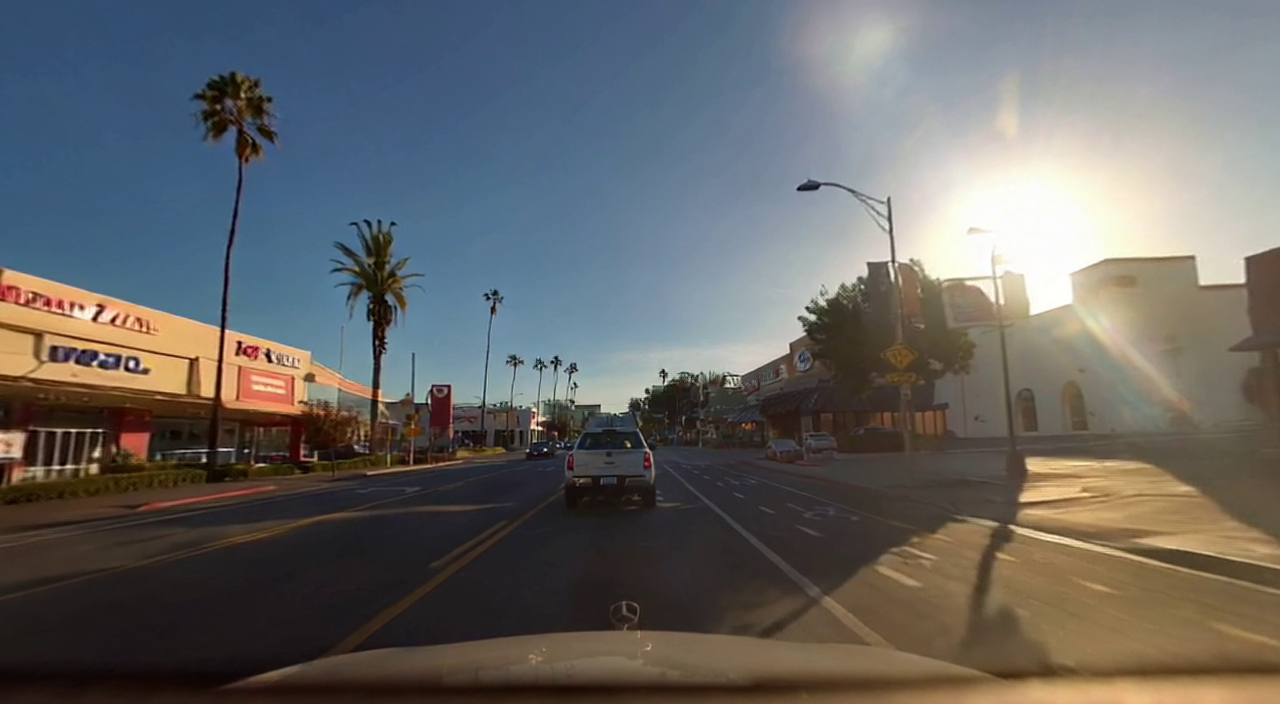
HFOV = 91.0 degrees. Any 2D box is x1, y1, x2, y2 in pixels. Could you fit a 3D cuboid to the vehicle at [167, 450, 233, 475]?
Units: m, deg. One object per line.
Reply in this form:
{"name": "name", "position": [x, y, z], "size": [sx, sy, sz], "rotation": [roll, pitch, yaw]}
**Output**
{"name": "vehicle", "position": [-29.578, 7.399, 42.471], "size": [2.172, 1.504, 4.669], "rotation": [3, -9, -17]}

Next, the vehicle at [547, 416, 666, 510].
{"name": "vehicle", "position": [-0.663, 2.411, 14.036], "size": [2.239, 1.763, 4.096], "rotation": [0, -9, -1]}
